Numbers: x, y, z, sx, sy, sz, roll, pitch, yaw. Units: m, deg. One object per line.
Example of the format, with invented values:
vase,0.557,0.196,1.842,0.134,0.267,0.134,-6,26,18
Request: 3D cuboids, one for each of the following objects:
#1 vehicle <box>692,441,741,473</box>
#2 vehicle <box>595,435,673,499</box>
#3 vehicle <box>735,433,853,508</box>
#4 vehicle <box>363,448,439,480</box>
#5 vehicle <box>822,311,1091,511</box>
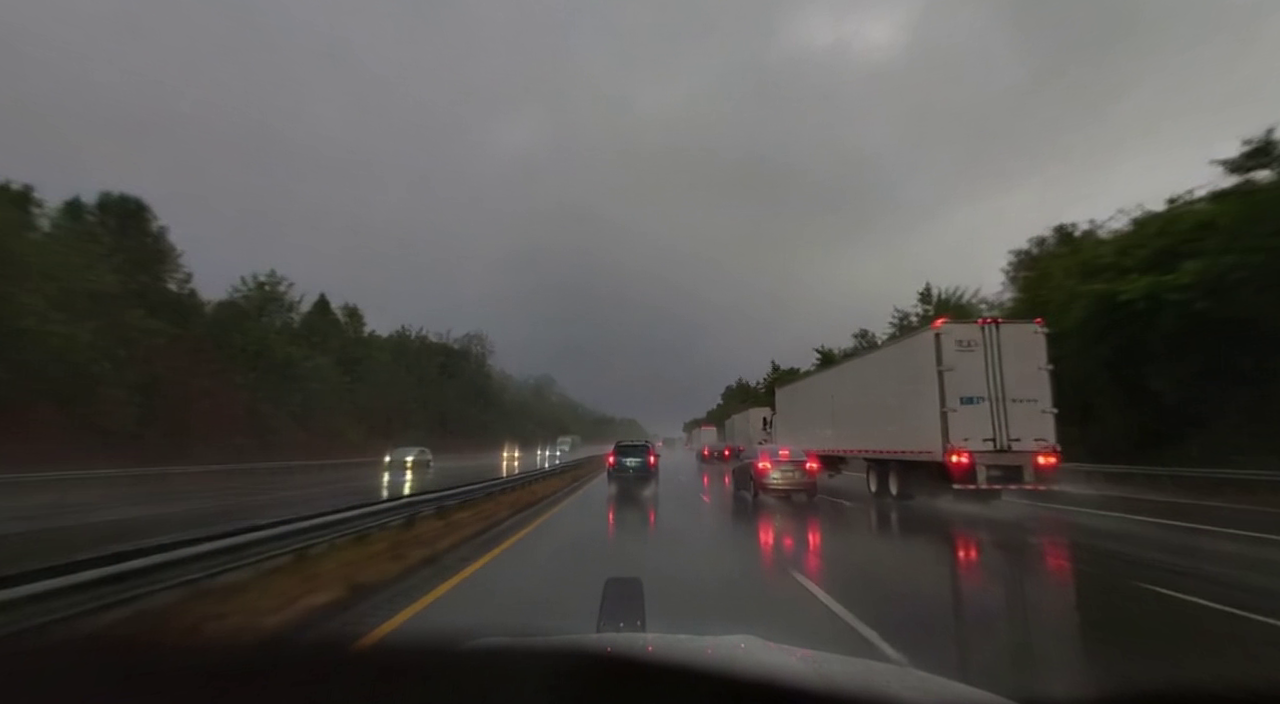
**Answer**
vehicle,4.181,5.845,35.226,2.150,1.632,4.260,0,-9,-1
vehicle,-0.136,3.242,18.121,2.023,1.618,3.628,0,-9,1
vehicle,3.645,2.884,15.696,1.920,1.594,3.867,0,-9,0
vehicle,-11.927,5.617,31.819,2.189,1.486,4.091,0,-9,1
vehicle,7.624,1.805,17.109,2.823,4.063,8.485,0,-9,0
